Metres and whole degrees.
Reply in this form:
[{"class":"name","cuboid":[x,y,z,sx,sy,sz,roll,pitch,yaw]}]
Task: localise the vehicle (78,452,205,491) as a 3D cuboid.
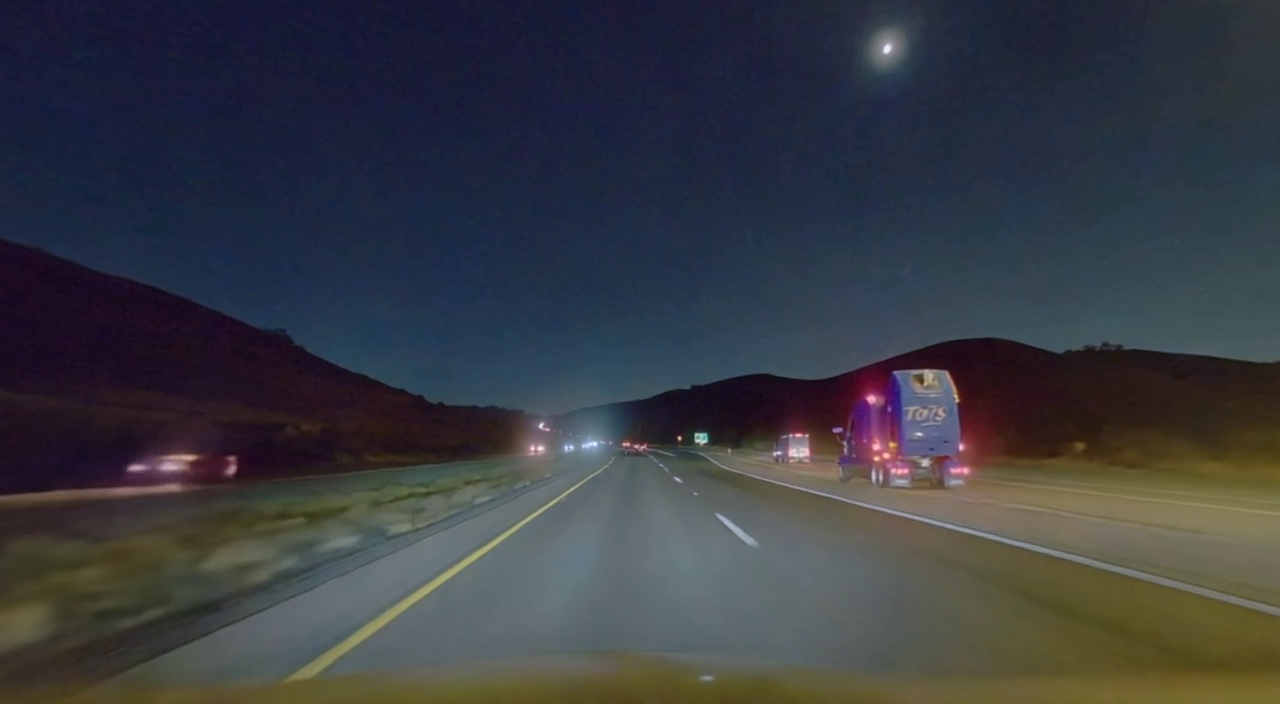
[{"class":"vehicle","cuboid":[-21.830,5.197,27.953,1.882,1.515,4.528,0,-8,0]}]
